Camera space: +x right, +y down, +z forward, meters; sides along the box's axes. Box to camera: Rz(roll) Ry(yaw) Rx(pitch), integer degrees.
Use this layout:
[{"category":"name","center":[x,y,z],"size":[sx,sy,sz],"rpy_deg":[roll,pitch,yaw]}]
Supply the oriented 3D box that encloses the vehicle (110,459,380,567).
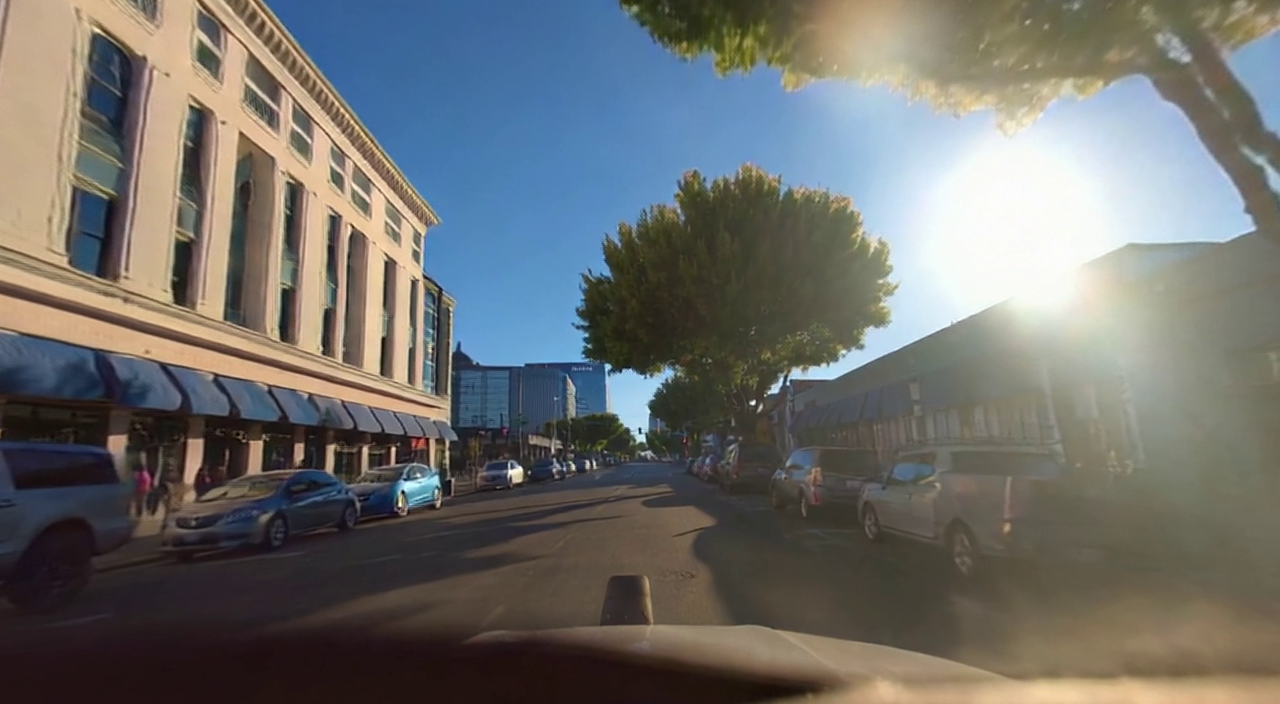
[{"category":"vehicle","center":[-7.117,2.897,12.198],"size":[2.001,1.502,4.851],"rpy_deg":[-1,-8,1]}]

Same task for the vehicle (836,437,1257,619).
[{"category":"vehicle","center":[4.192,1.854,7.800],"size":[1.973,1.494,4.867],"rpy_deg":[0,-9,0]}]

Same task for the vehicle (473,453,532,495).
[{"category":"vehicle","center":[-6.808,6.062,31.824],"size":[1.996,1.770,5.518],"rpy_deg":[-1,-8,-2]}]

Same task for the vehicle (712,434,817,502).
[{"category":"vehicle","center":[4.030,3.885,21.592],"size":[2.390,2.005,5.276],"rpy_deg":[0,-9,-1]}]

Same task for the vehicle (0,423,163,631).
[{"category":"vehicle","center":[-7.000,1.591,5.438],"size":[2.238,1.891,4.780],"rpy_deg":[-1,-7,-4]}]
